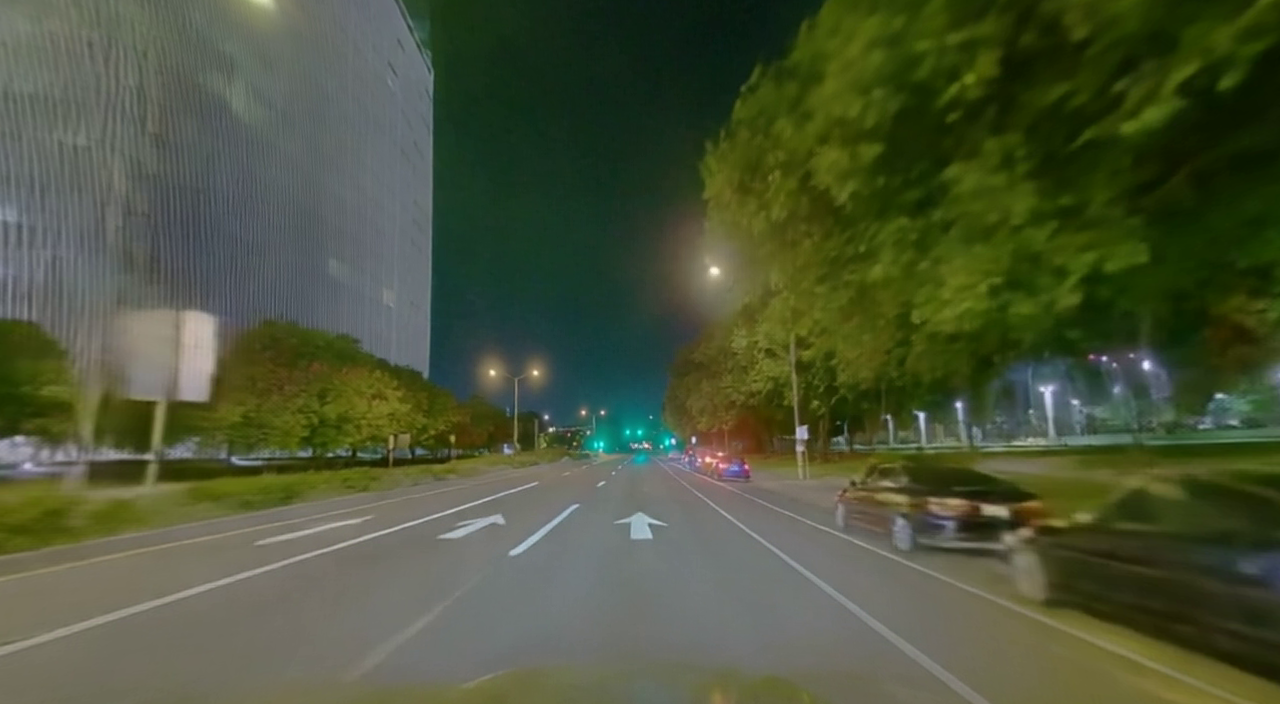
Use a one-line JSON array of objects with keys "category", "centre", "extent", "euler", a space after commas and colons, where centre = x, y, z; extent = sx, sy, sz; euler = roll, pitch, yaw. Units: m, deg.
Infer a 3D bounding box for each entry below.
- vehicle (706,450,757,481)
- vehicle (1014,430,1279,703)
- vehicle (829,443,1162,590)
[{"category": "vehicle", "centre": [4.546, 5.691, 31.974], "extent": [1.872, 1.420, 4.201], "euler": [0, -8, -1]}, {"category": "vehicle", "centre": [4.409, 1.204, 3.566], "extent": [1.909, 1.503, 4.368], "euler": [0, -8, 0]}, {"category": "vehicle", "centre": [4.385, 2.036, 8.831], "extent": [1.989, 1.500, 4.412], "euler": [0, -8, -2]}]
